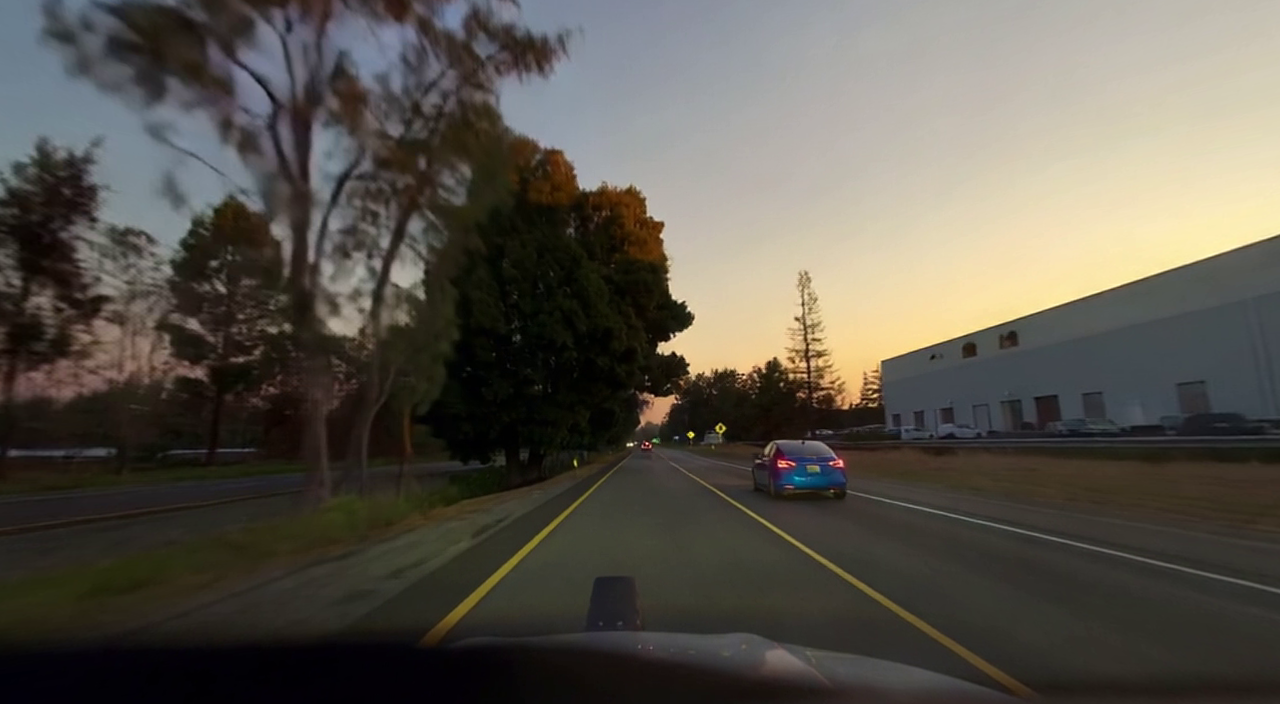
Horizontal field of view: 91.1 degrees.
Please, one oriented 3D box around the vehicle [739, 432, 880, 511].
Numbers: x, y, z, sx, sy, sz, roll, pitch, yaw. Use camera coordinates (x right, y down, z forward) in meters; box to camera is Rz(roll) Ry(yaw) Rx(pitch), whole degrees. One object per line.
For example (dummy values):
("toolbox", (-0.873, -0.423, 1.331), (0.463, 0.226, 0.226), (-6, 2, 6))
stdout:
("vehicle", (3.678, 2.665, 14.486), (2.079, 1.531, 3.997), (0, -8, -1))
